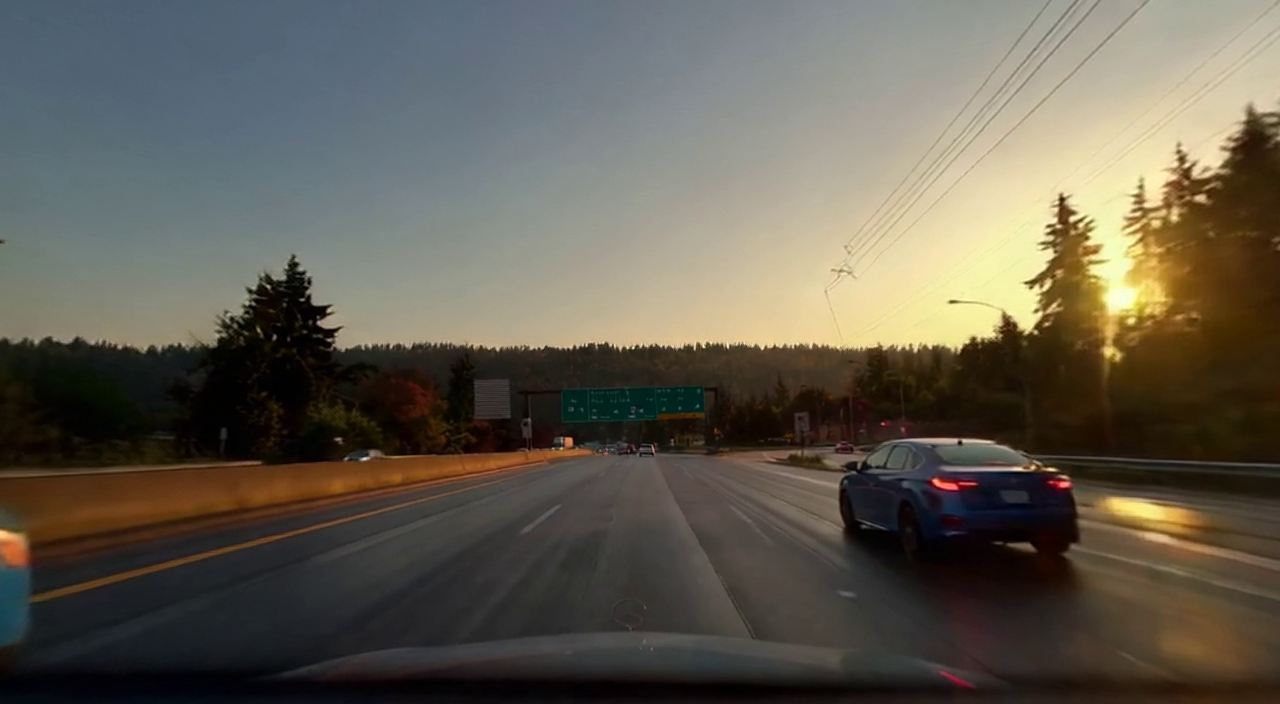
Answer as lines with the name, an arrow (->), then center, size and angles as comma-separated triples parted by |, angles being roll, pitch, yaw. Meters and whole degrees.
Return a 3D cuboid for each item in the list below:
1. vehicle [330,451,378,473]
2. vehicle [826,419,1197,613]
vehicle -> -22.657, 8.703, 49.957 | 1.818, 1.545, 4.256 | 0, -8, 0
vehicle -> 3.702, 1.667, 7.302 | 1.909, 1.599, 3.943 | 0, -8, 1
